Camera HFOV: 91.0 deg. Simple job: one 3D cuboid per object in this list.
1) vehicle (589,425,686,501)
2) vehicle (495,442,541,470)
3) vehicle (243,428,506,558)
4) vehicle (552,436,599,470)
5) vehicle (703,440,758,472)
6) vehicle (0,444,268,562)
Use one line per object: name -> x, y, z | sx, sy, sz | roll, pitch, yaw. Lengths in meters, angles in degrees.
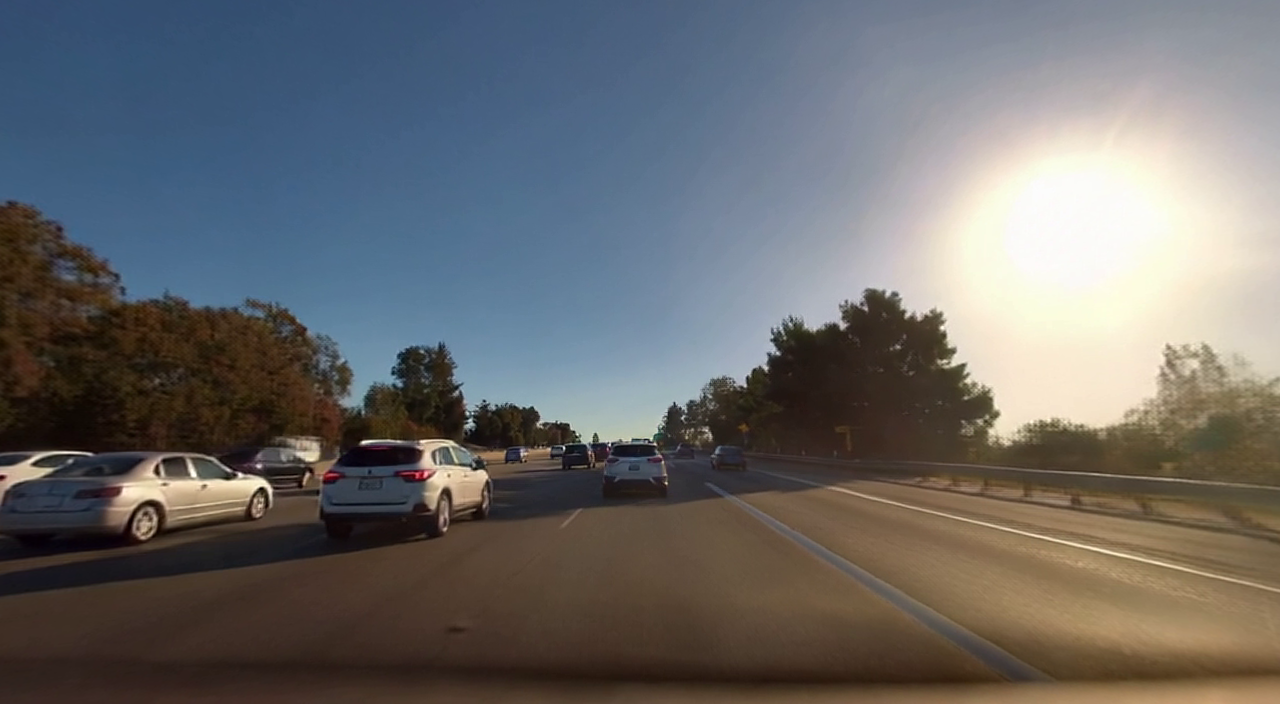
vehicle -> -0.056, 2.859, 16.594 | 2.223, 1.722, 4.177 | 0, -8, 0
vehicle -> -7.402, 6.335, 38.596 | 1.931, 1.617, 4.060 | 0, -8, 0
vehicle -> -3.561, 1.968, 9.556 | 2.011, 1.498, 4.341 | 0, -8, 1
vehicle -> -3.604, 5.722, 35.922 | 2.142, 1.808, 4.266 | 0, -8, 1
vehicle -> 4.522, 5.254, 32.023 | 2.006, 1.474, 4.669 | 0, -9, -1
vehicle -> -7.938, 2.118, 9.628 | 1.948, 1.391, 4.111 | 0, -8, 1
